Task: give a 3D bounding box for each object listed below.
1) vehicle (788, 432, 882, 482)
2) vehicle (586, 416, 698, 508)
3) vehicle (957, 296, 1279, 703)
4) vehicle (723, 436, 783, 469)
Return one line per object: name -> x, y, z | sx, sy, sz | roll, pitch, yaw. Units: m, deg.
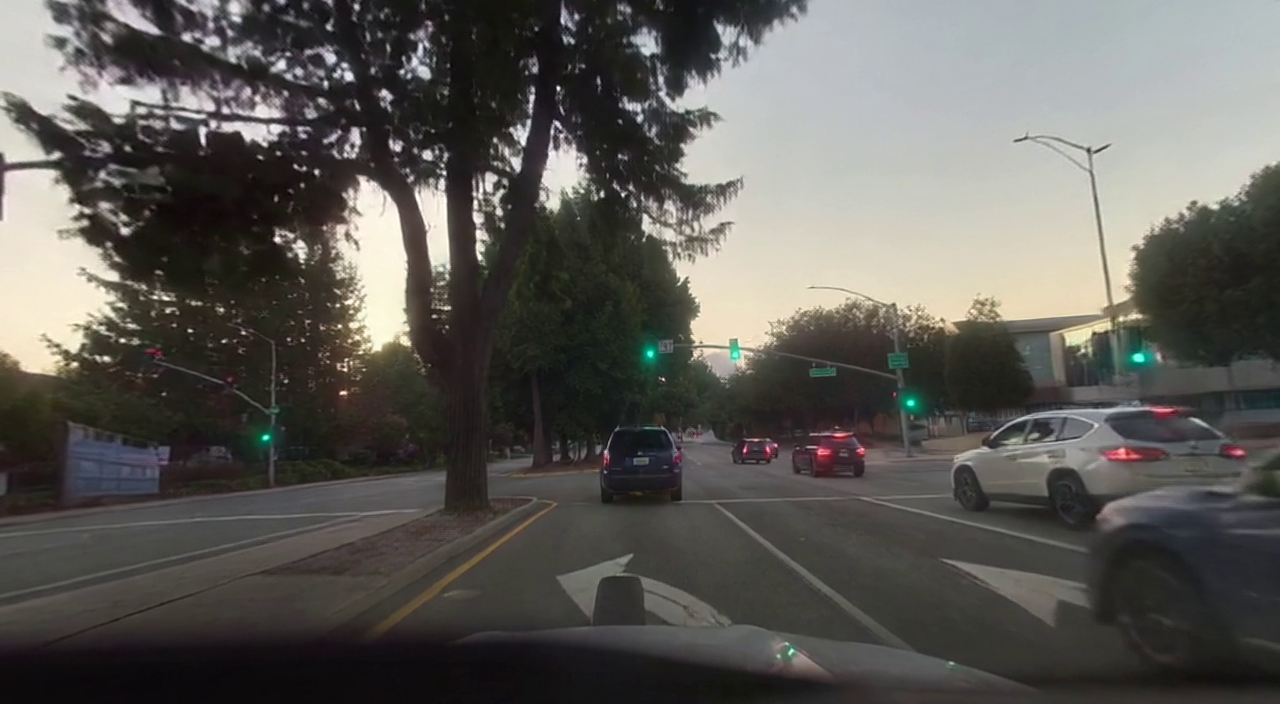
vehicle -> 7.067, 3.851, 23.401 | 2.025, 1.642, 4.189 | 0, -9, -1
vehicle -> -0.002, 2.626, 15.403 | 2.353, 1.894, 4.122 | 0, -9, -1
vehicle -> 3.470, 0.647, 2.149 | 2.057, 1.788, 5.216 | 0, -9, 0
vehicle -> 6.514, 5.899, 37.066 | 2.440, 1.775, 4.791 | 0, -9, -2
